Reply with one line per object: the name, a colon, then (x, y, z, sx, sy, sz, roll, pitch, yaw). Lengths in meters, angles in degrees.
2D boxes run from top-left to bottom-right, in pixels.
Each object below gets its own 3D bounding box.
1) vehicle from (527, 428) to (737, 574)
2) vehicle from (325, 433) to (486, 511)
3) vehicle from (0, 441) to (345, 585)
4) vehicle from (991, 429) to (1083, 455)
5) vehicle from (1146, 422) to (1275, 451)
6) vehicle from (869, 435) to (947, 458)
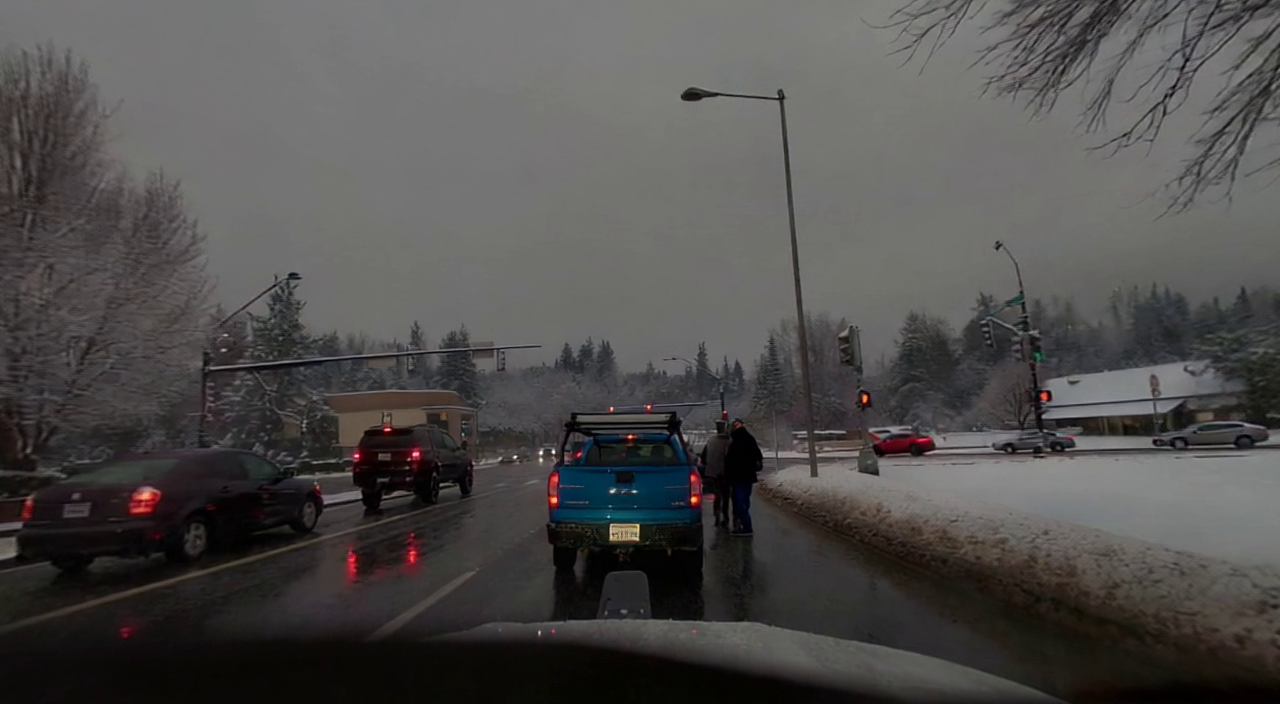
vehicle: (-0.056, 1.866, 8.677, 2.182, 1.501, 4.150, 0, -9, 1)
vehicle: (-6.171, 3.225, 17.422, 2.230, 1.811, 5.183, -1, -9, 3)
vehicle: (-6.342, 2.076, 9.025, 1.948, 1.530, 4.283, 0, -9, 3)
vehicle: (23.785, 5.435, 37.759, 4.454, 1.440, 1.816, -5, -10, 30)
vehicle: (30.524, 4.593, 33.812, 4.739, 1.472, 1.804, -5, -10, 29)
vehicle: (17.549, 6.195, 41.111, 4.441, 1.452, 1.798, -5, -10, 30)
